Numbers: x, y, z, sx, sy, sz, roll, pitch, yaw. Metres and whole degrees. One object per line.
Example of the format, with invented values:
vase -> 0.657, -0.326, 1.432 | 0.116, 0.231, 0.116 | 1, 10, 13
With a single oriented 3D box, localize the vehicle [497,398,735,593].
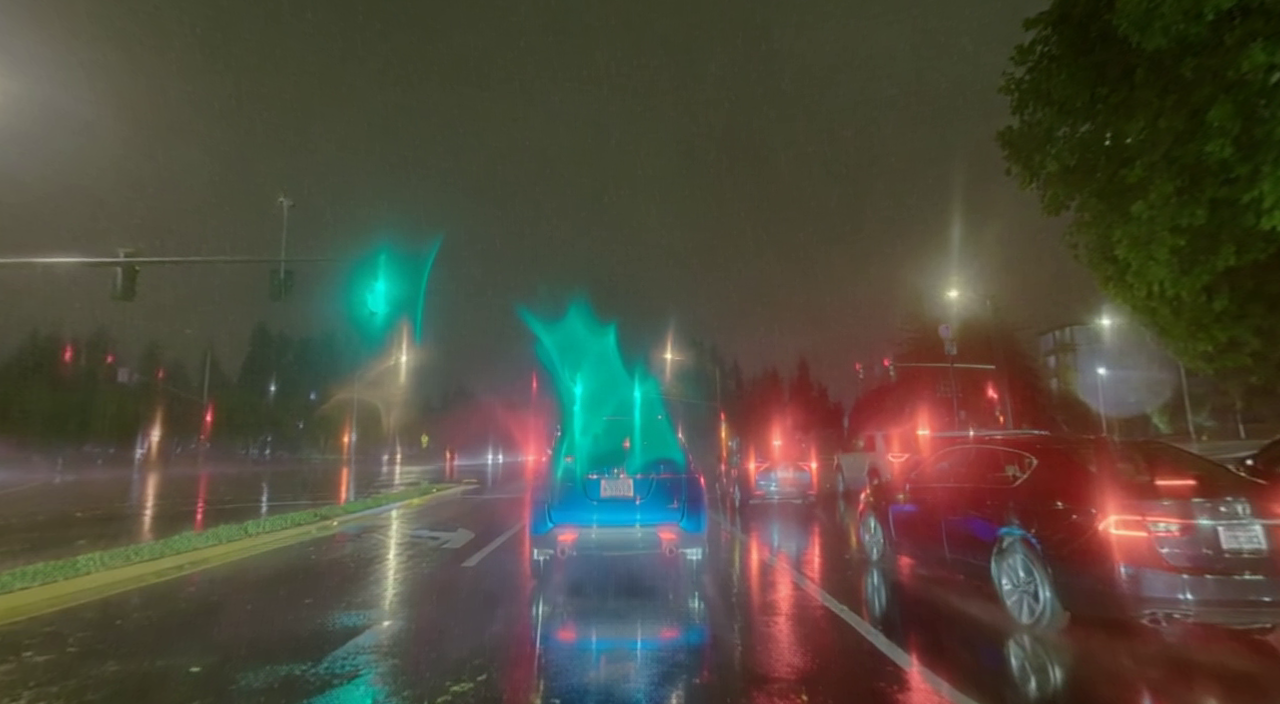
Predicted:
vehicle -> -0.268, 1.560, 7.629 | 2.101, 1.707, 3.904 | 0, -8, -2

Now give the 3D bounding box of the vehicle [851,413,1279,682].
vehicle -> 3.617, 1.397, 5.696 | 1.861, 1.478, 4.185 | 0, -8, -2

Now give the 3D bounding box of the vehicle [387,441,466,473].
vehicle -> -13.000, 6.337, 38.364 | 4.972, 1.794, 2.186 | -7, -11, 39

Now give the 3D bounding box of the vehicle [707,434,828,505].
vehicle -> 2.976, 2.852, 15.771 | 1.950, 1.506, 4.086 | 0, -8, -3
